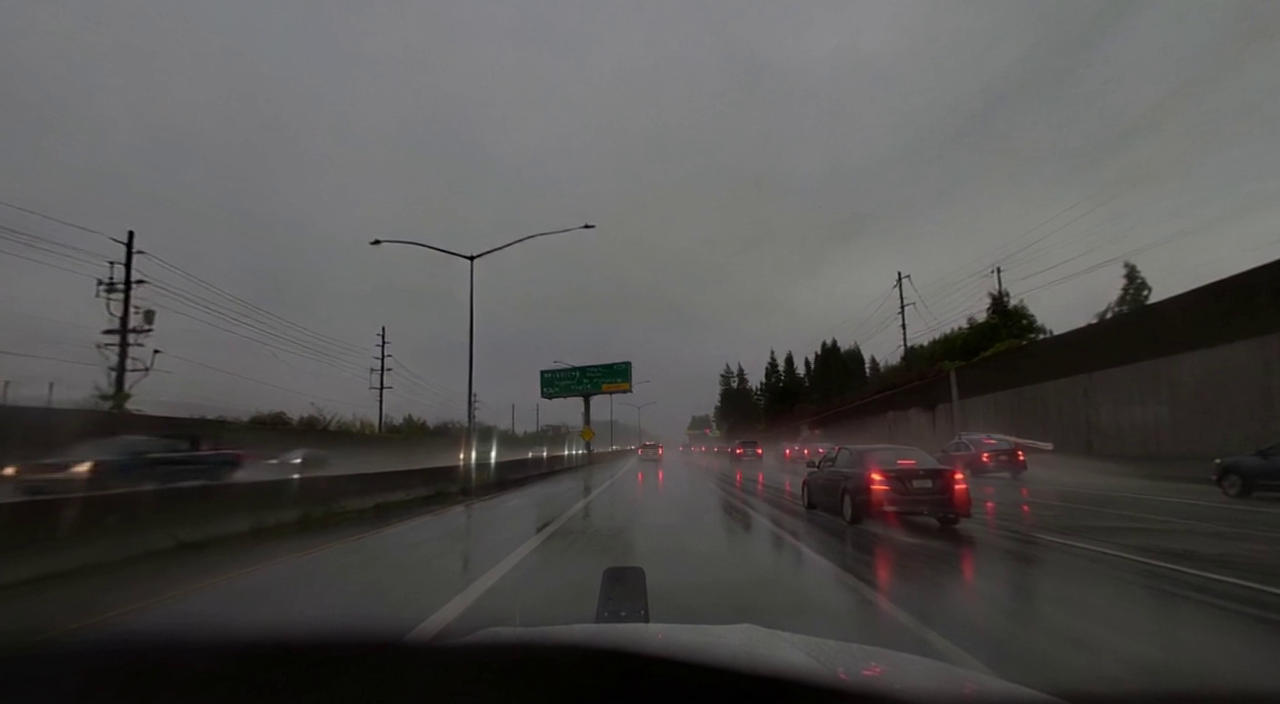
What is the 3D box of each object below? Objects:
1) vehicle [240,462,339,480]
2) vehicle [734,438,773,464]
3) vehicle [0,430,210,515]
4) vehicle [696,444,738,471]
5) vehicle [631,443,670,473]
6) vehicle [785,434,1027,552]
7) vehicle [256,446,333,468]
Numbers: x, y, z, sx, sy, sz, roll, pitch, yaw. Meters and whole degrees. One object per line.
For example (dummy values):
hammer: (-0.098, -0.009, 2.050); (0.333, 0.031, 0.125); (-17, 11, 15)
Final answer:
vehicle: (-20.082, 6.847, 36.490); (2.456, 0.778, 5.571); (-1, -8, 2)
vehicle: (8.350, 7.359, 46.834); (2.041, 1.821, 4.562); (0, -8, 0)
vehicle: (-14.296, 3.046, 16.619); (2.080, 1.857, 5.305); (0, -8, 1)
vehicle: (4.459, 6.137, 37.015); (1.936, 1.465, 4.060); (0, -8, 0)
vehicle: (0.577, 5.934, 35.445); (2.042, 1.581, 3.769); (0, -8, 1)
vehicle: (3.895, 2.116, 10.275); (1.986, 1.478, 4.429); (0, -8, 0)
vehicle: (-20.105, 6.111, 36.961); (1.767, 1.188, 4.702); (0, -8, 2)
